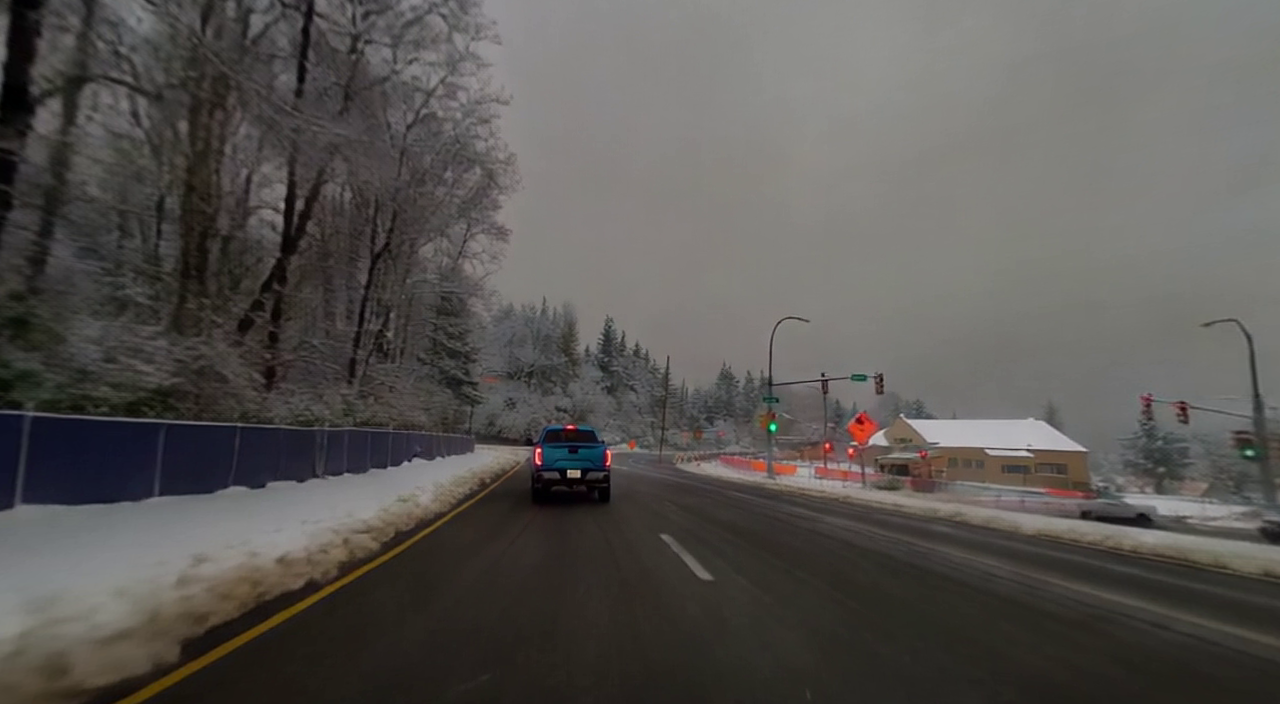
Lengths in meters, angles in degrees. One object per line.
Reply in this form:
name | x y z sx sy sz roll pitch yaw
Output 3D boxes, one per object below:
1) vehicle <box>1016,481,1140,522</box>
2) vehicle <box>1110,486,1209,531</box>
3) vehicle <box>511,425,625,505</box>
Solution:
vehicle | 18.871 6.446 27.448 1.808 1.467 4.360 2 -10 -9
vehicle | 23.606 7.066 28.826 1.751 1.576 3.933 8 -10 10
vehicle | -1.733 2.830 16.285 2.436 1.698 5.322 0 -8 -4
